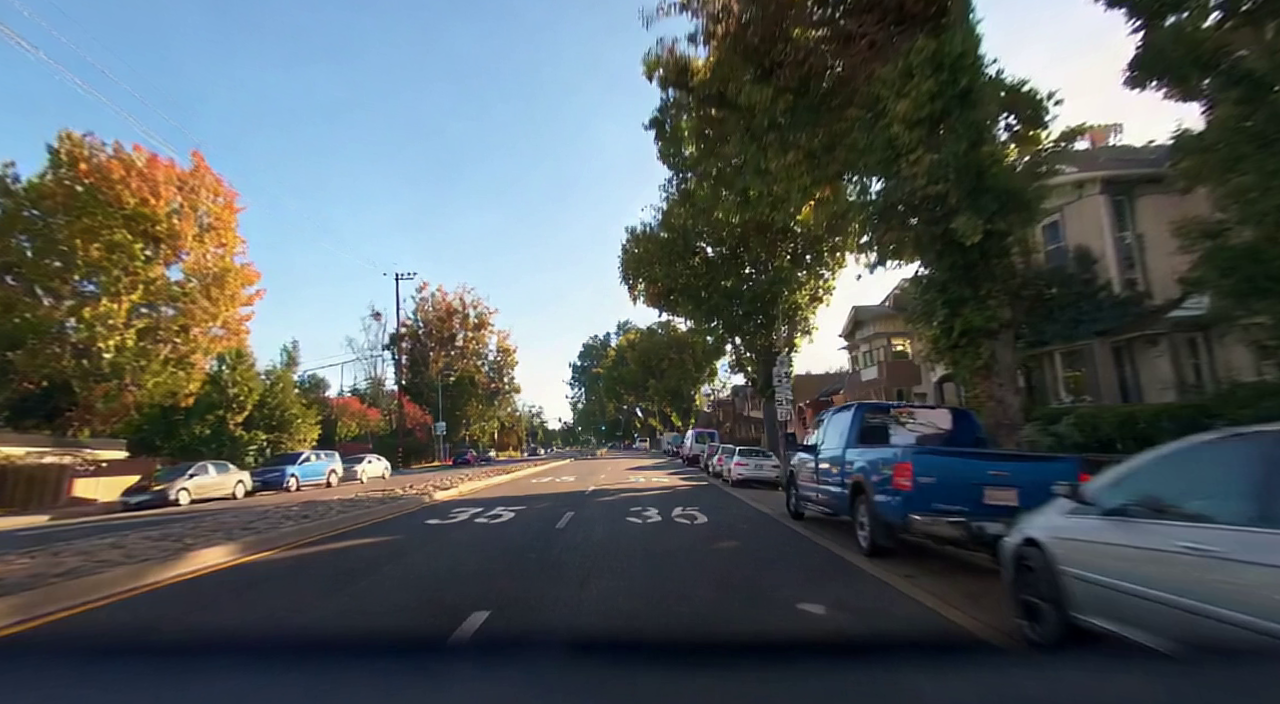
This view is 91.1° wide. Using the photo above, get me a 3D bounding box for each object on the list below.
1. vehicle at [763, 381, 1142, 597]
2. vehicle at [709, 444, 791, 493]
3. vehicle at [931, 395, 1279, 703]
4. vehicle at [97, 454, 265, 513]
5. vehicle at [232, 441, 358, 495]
[{"bbox_3d":[3.421,1.668,8.626,2.278,1.976,5.589,0,-8,-1],"label":"vehicle"},{"bbox_3d":[3.482,3.758,20.676,1.827,1.422,4.340,0,-8,-1],"label":"vehicle"},{"bbox_3d":[3.296,0.952,2.381,1.916,1.541,5.456,0,-8,2],"label":"vehicle"},{"bbox_3d":[-13.287,3.791,18.583,1.774,1.435,4.309,0,-8,-1],"label":"vehicle"},{"bbox_3d":[-13.083,4.384,24.258,2.128,1.854,4.943,0,-8,-2],"label":"vehicle"}]
